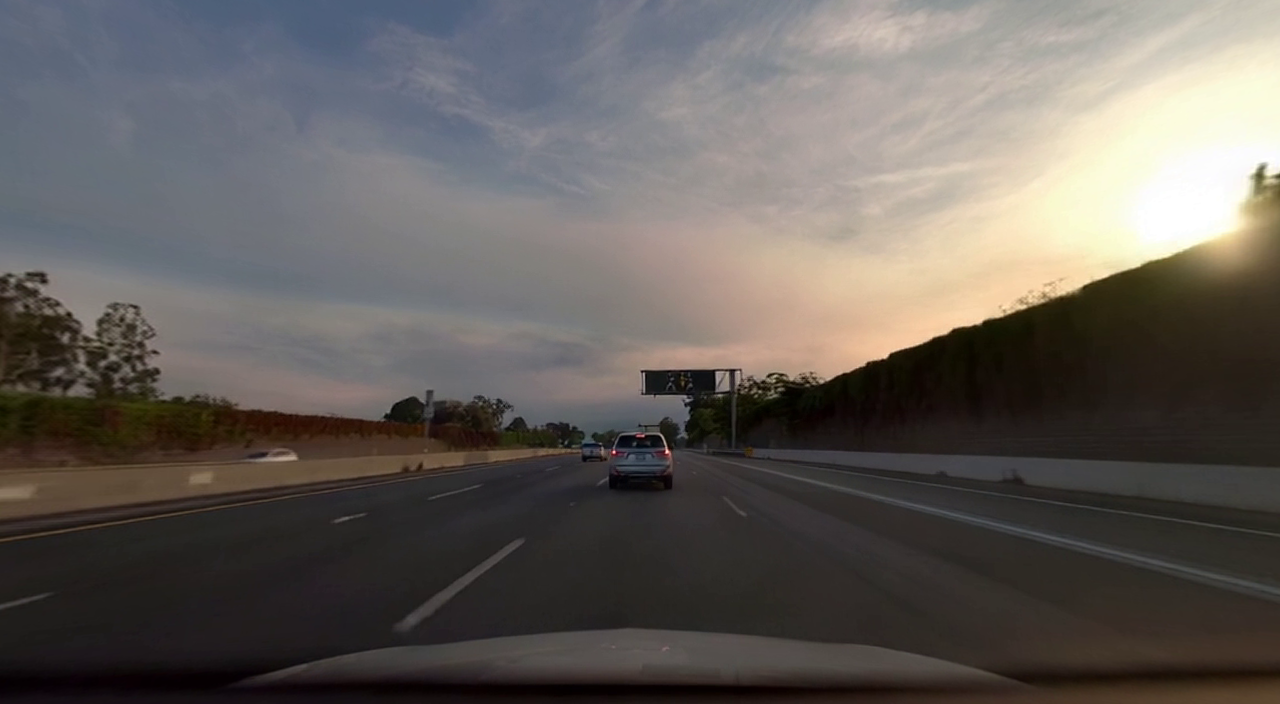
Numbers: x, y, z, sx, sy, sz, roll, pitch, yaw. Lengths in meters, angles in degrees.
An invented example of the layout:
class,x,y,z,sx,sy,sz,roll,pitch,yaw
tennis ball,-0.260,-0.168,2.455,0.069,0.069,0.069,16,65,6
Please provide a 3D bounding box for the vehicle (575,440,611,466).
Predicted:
class,x,y,z,sx,sy,sz,roll,pitch,yaw
vehicle,-2.913,6.371,40.017,1.927,1.555,3.959,0,-8,1

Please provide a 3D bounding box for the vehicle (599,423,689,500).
class,x,y,z,sx,sy,sz,roll,pitch,yaw
vehicle,0.107,2.895,17.041,2.114,1.787,4.365,0,-8,0
